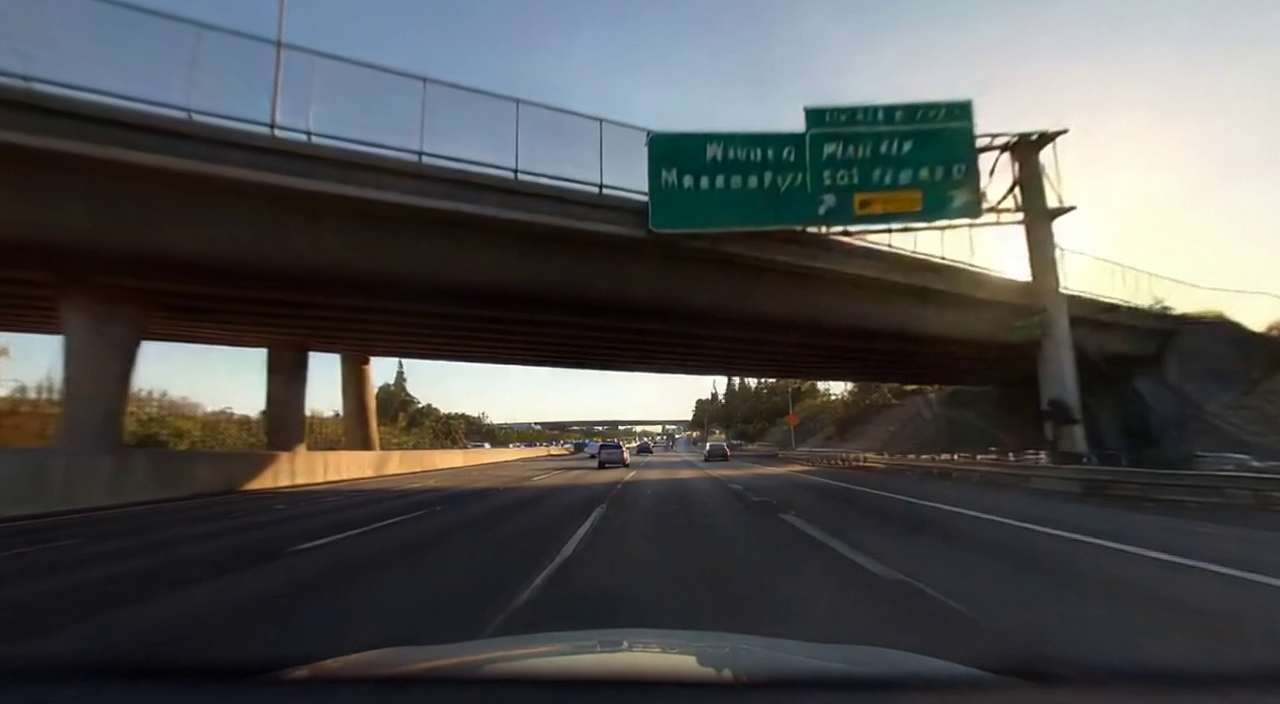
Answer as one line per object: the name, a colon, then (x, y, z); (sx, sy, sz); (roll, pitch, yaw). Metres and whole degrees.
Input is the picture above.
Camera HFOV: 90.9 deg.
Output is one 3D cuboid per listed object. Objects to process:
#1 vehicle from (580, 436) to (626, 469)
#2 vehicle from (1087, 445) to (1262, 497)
vehicle: (-2.012, 5.656, 35.631); (2.196, 1.733, 4.355); (0, -8, 1)
vehicle: (17.653, 3.906, 21.184); (1.818, 1.497, 4.469); (0, -8, -3)
